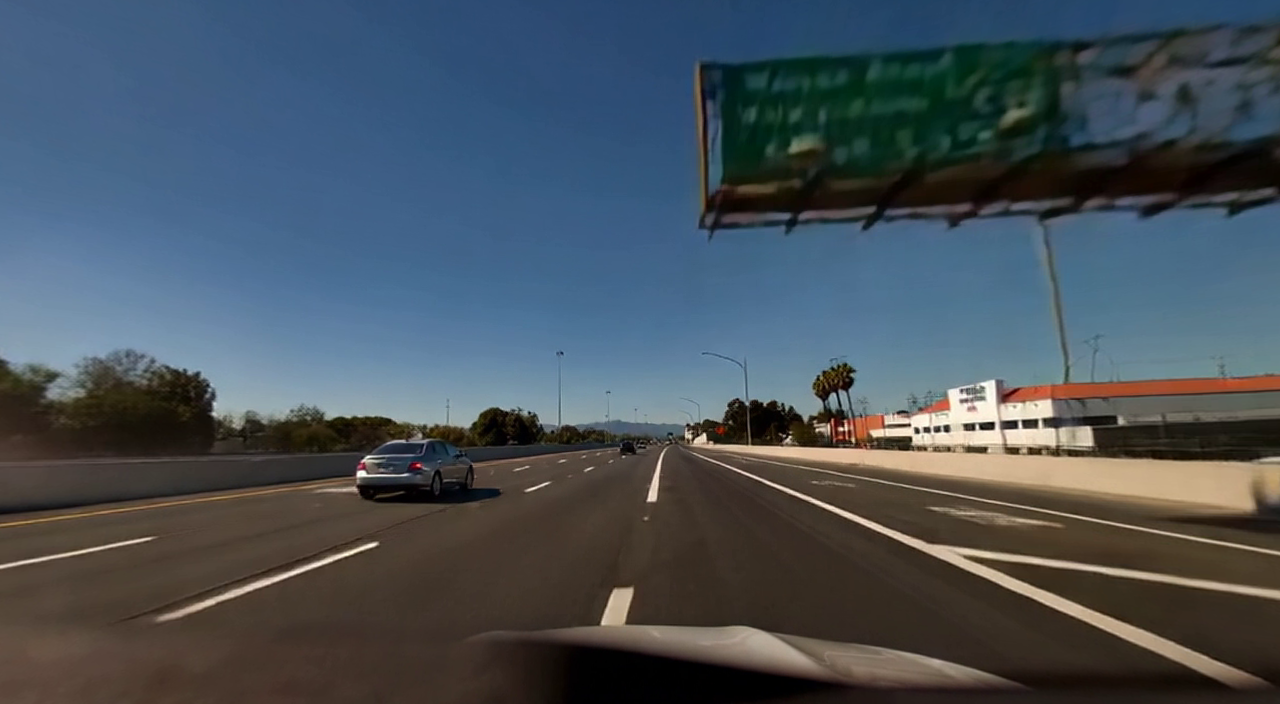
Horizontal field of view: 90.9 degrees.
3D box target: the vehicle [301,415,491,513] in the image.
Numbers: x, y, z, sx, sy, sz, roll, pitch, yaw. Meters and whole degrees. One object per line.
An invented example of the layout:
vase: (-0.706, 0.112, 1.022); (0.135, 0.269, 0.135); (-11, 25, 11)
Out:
vehicle: (-5.114, 2.423, 14.165); (2.145, 1.793, 4.762); (0, -8, 3)
